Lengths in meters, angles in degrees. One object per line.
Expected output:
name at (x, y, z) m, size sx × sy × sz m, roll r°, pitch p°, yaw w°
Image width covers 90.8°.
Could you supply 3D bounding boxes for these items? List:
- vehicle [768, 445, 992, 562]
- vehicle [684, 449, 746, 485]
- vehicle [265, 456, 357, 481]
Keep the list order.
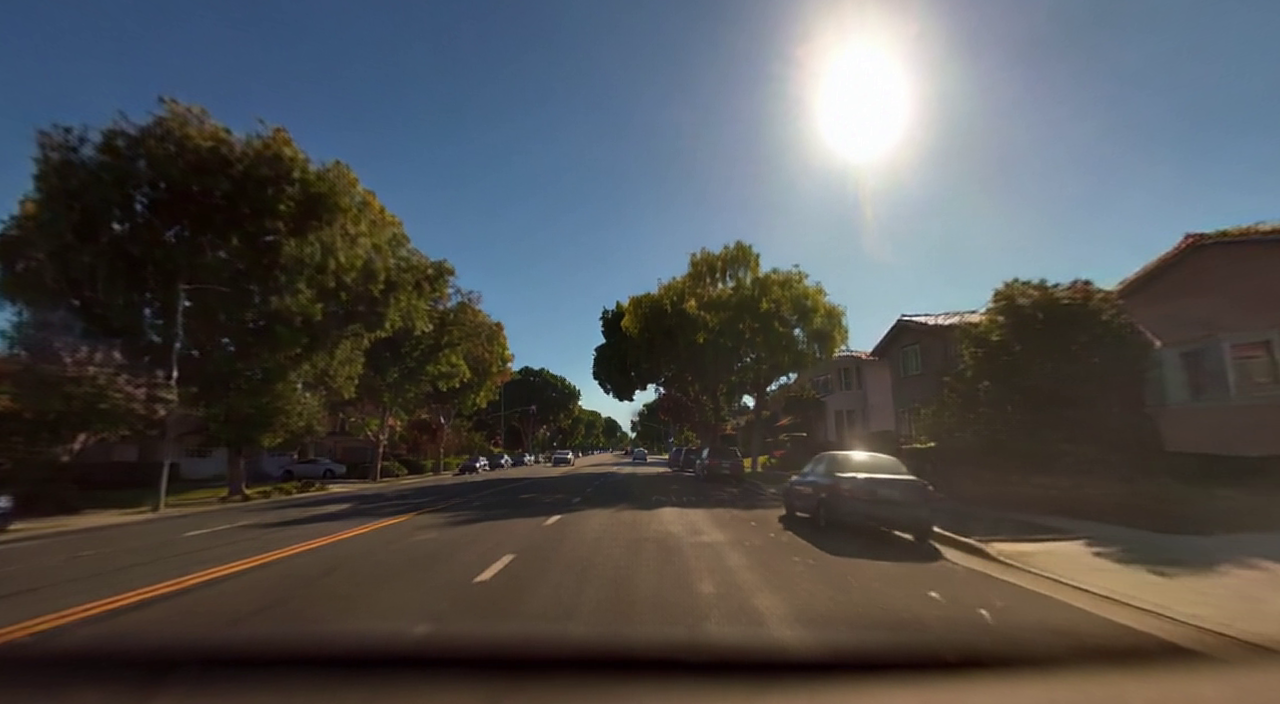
vehicle at (3.527, 2.289, 10.375) m, size 2.009 × 1.468 × 4.414 m, roll 0°, pitch -9°, yaw 1°
vehicle at (3.316, 5.224, 29.030) m, size 2.158 × 1.477 × 5.135 m, roll 0°, pitch -9°, yaw 0°
vehicle at (-21.306, 7.576, 41.083) m, size 4.870 × 1.529 × 2.004 m, roll 0°, pitch -9°, yaw 0°
